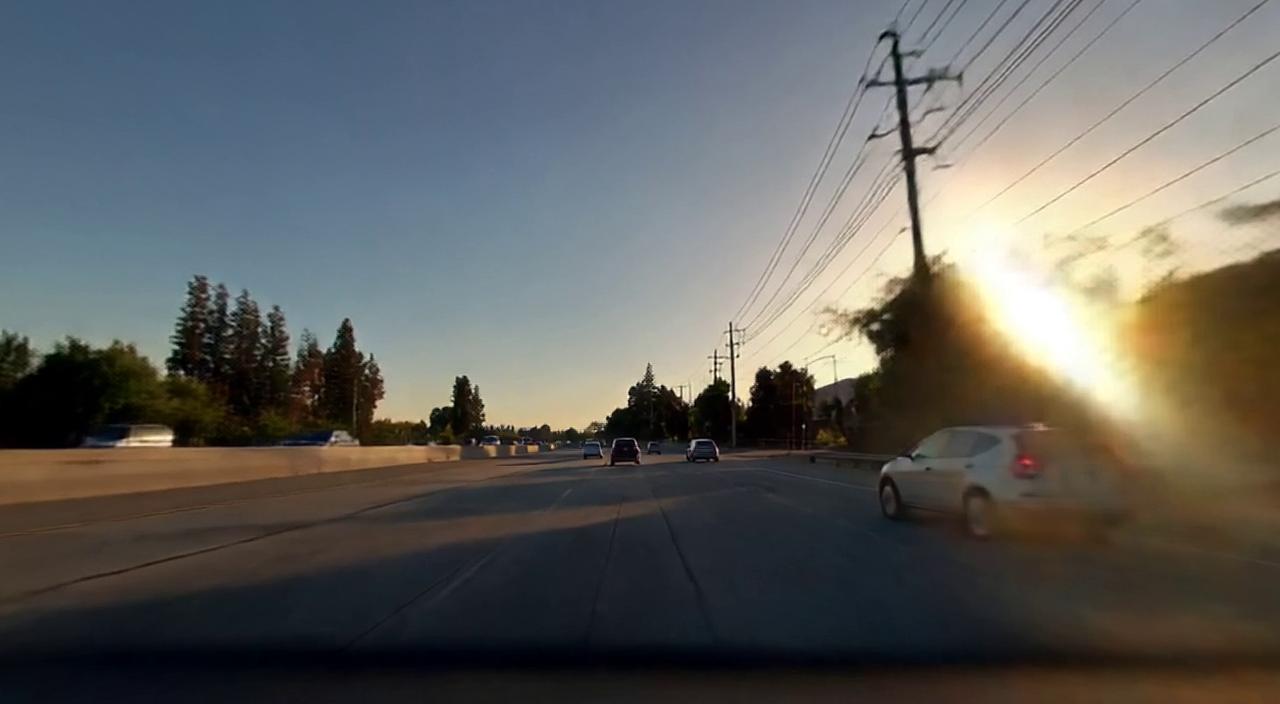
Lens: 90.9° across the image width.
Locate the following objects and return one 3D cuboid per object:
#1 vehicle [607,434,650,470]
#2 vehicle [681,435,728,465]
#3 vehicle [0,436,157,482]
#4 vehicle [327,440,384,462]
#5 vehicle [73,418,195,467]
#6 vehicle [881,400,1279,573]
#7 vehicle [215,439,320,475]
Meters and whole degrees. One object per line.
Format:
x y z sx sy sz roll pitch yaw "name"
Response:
-0.680 5.430 34.412 2.192 1.769 4.287 0 -8 -2 "vehicle"
3.929 6.096 39.417 2.099 1.720 4.829 0 -8 -4 "vehicle"
-20.520 3.873 23.138 1.888 1.487 4.730 0 -8 -1 "vehicle"
-20.954 7.328 46.678 1.881 1.516 5.010 0 -8 0 "vehicle"
-27.613 4.965 34.728 2.283 2.462 5.387 0 -8 -2 "vehicle"
5.449 1.696 8.777 2.102 1.723 4.745 0 -8 -3 "vehicle"
-16.456 4.640 28.163 1.902 1.437 4.601 0 -8 0 "vehicle"
